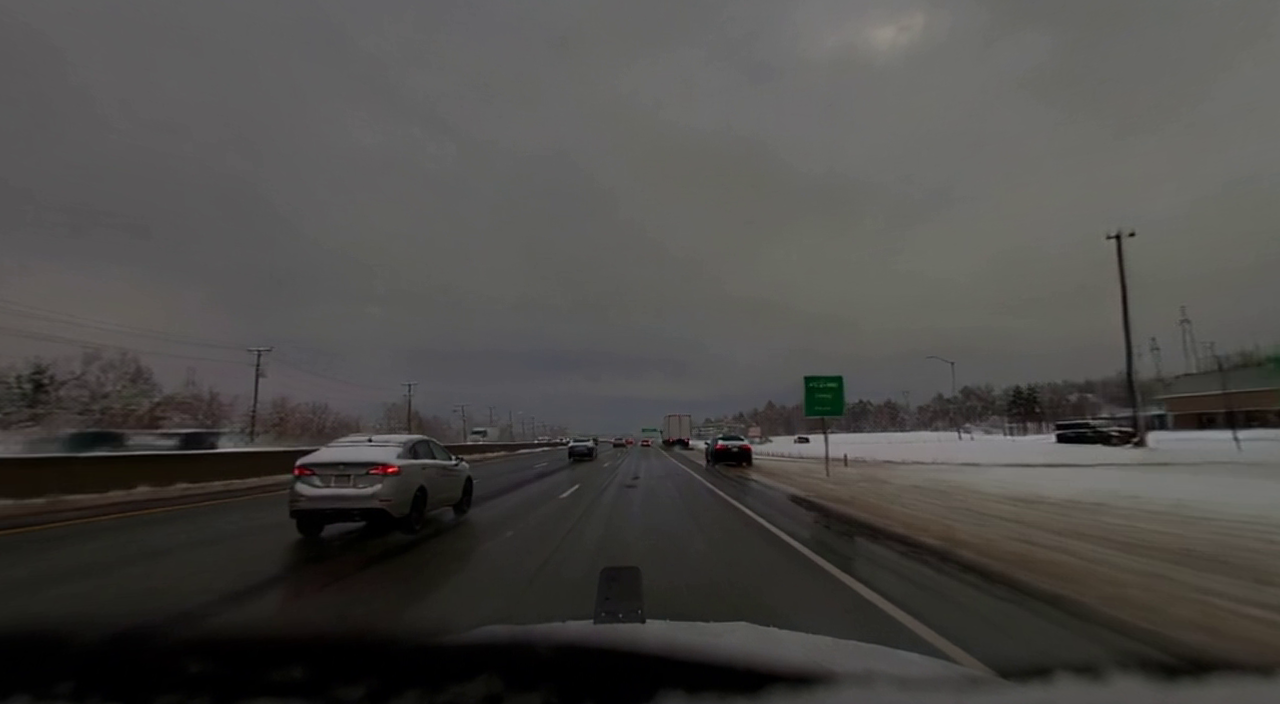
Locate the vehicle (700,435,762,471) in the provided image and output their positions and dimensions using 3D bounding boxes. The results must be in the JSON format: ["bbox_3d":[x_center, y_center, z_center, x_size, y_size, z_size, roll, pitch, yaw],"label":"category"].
[{"bbox_3d":[4.116,4.664,29.238,2.135,1.532,4.506,0,-9,-1],"label":"vehicle"}]

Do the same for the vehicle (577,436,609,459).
[{"bbox_3d":[-3.338,6.890,45.483,2.001,1.577,4.055,0,-9,0],"label":"vehicle"}]

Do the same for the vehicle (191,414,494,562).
[{"bbox_3d":[-3.581,1.731,8.698,2.008,1.504,4.264,0,-9,1],"label":"vehicle"}]

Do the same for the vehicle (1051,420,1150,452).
[{"bbox_3d":[35.897,6.575,49.190,5.729,2.378,2.285,0,-9,2],"label":"vehicle"}]
